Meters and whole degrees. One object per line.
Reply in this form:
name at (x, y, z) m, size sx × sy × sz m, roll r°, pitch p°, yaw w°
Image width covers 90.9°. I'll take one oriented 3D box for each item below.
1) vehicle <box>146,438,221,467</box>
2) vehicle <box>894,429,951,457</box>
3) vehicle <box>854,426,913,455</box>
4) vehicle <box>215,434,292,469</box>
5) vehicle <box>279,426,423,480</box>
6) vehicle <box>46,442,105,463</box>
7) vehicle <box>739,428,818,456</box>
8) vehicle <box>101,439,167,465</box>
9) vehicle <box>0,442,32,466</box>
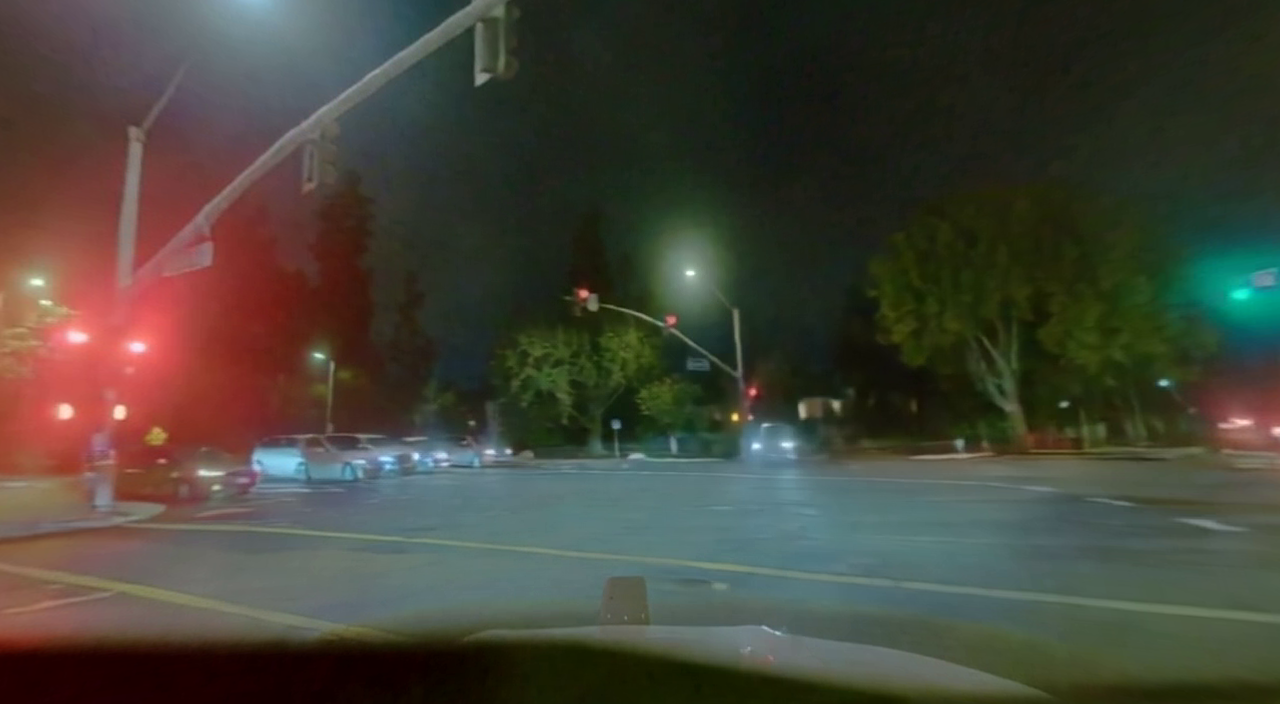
vehicle at (-29.167, 6.418, 40.253) m, size 4.462 × 1.734 × 2.159 m, roll -5°, pitch -10°, yaw 31°
vehicle at (16.592, 5.323, 36.908) m, size 2.039 × 1.519 × 4.356 m, roll -7°, pitch -10°, yaw 37°
vehicle at (16.556, 6.016, 42.678) m, size 2.248 × 1.838 × 4.804 m, roll -7°, pitch -11°, yaw 38°
vehicle at (-22.439, 5.754, 36.545) m, size 4.651 × 1.850 × 1.963 m, roll -6°, pitch -10°, yaw 34°
vehicle at (-11.455, 3.941, 24.828) m, size 5.874 × 1.897 × 2.226 m, roll -6°, pitch -10°, yaw 33°
vehicle at (-43.588, 7.739, 48.644) m, size 4.489 × 1.595 × 1.890 m, roll -5°, pitch -10°, yaw 29°
vehicle at (10.965, 7.083, 49.648) m, size 5.840 × 2.087 × 2.737 m, roll 6°, pitch -10°, yaw -34°
vehicle at (-35.482, 7.003, 44.147) m, size 4.465 × 1.750 × 2.176 m, roll -6°, pitch -10°, yaw 33°
vehicle at (-47.029, 7.474, 46.383) m, size 4.406 × 1.702 × 1.943 m, roll -5°, pitch -10°, yaw 30°
